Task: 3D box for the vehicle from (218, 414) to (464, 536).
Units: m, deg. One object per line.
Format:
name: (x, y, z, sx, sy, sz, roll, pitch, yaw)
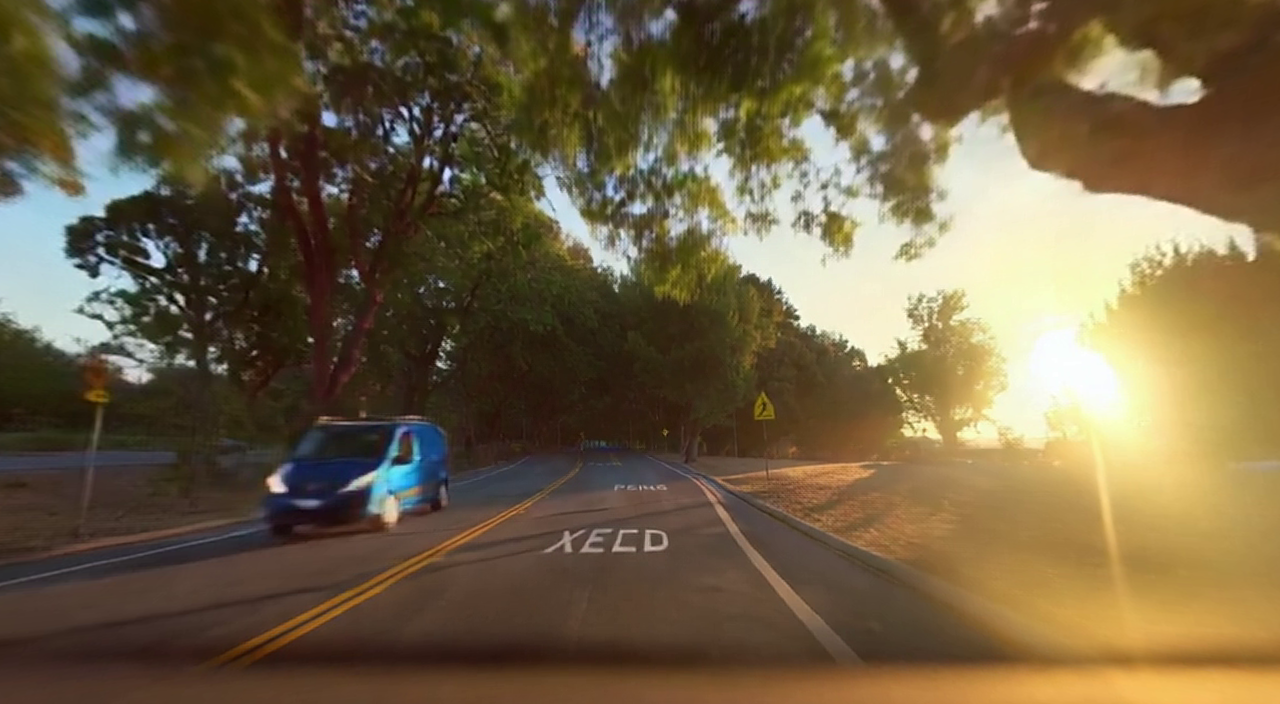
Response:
vehicle: (-5.563, 2.389, 12.974, 2.394, 1.900, 5.863, 0, -8, -2)
